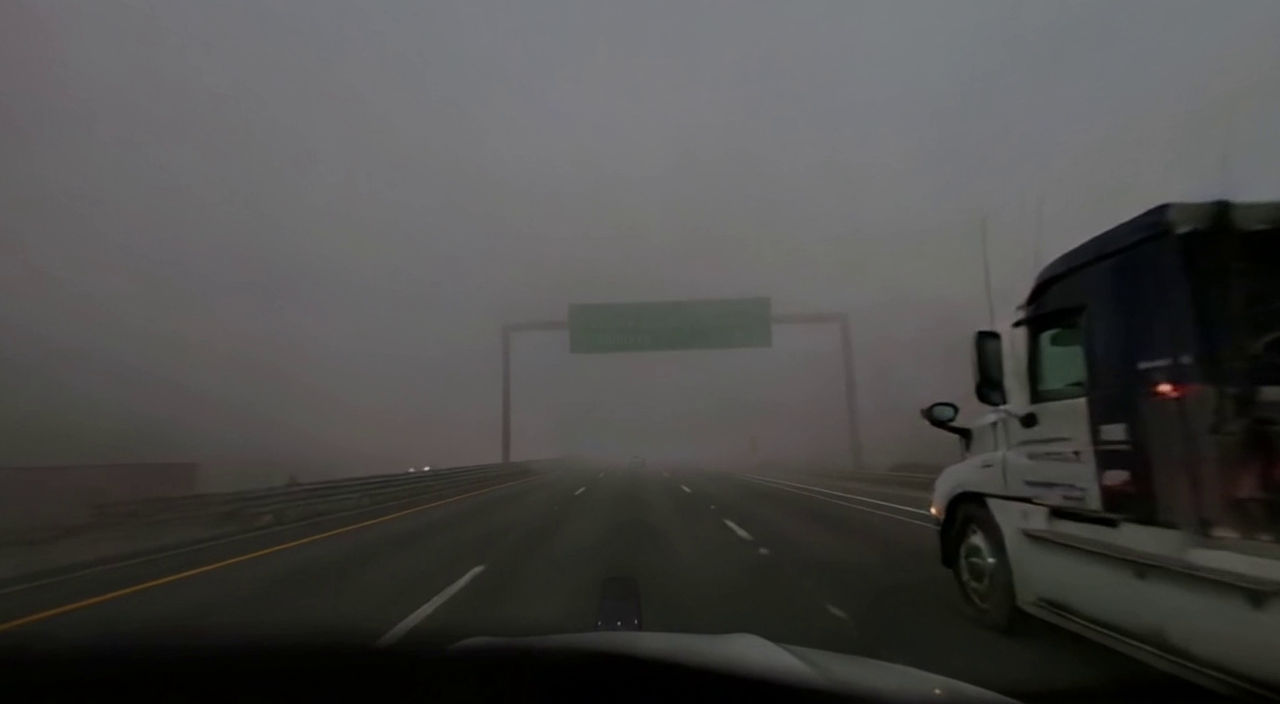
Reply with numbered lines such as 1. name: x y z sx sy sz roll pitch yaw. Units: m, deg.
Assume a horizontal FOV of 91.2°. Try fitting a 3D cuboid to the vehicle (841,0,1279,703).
1. vehicle: 4.073 -0.175 2.426 3.027 3.989 10.585 0 -9 0
